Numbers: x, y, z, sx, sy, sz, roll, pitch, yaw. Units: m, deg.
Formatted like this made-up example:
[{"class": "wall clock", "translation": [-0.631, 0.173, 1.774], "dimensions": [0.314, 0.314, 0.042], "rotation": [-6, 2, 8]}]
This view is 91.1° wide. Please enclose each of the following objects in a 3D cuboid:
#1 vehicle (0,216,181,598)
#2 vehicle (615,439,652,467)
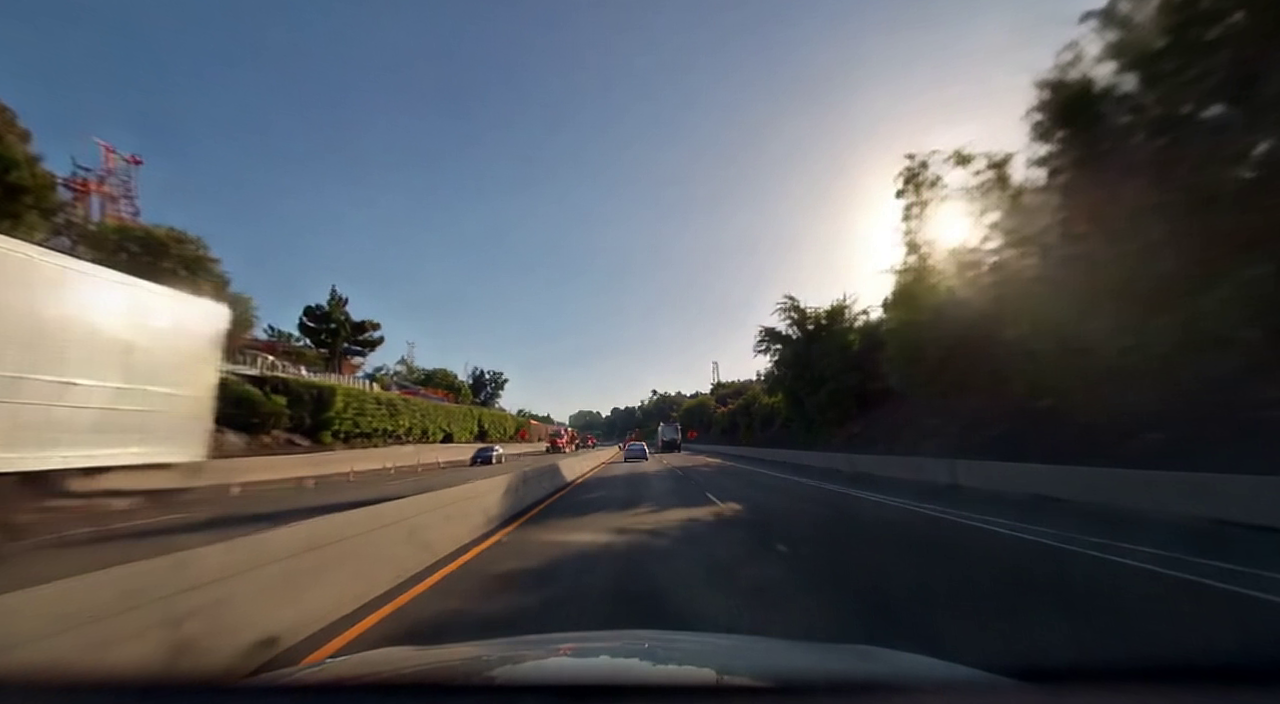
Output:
[{"class": "vehicle", "translation": [-8.263, 0.288, 4.116], "dimensions": [3.129, 4.014, 10.246], "rotation": [-4, -8, -2]}, {"class": "vehicle", "translation": [-0.361, 5.744, 36.013], "dimensions": [2.004, 1.472, 4.075], "rotation": [0, -8, -1]}]
